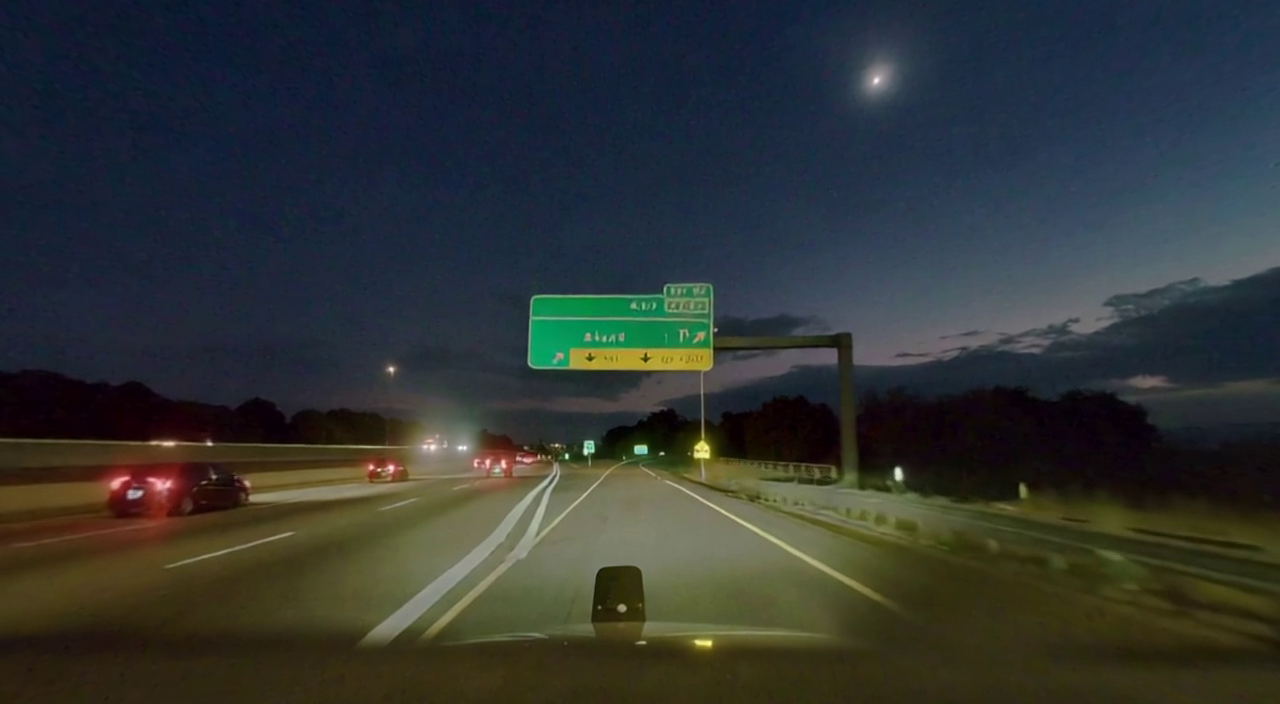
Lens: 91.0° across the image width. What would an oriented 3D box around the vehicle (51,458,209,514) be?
[{"bbox_3d":[-17.517,4.603,21.963,2.093,1.735,4.285,1,-10,-5],"label":"vehicle"}]
